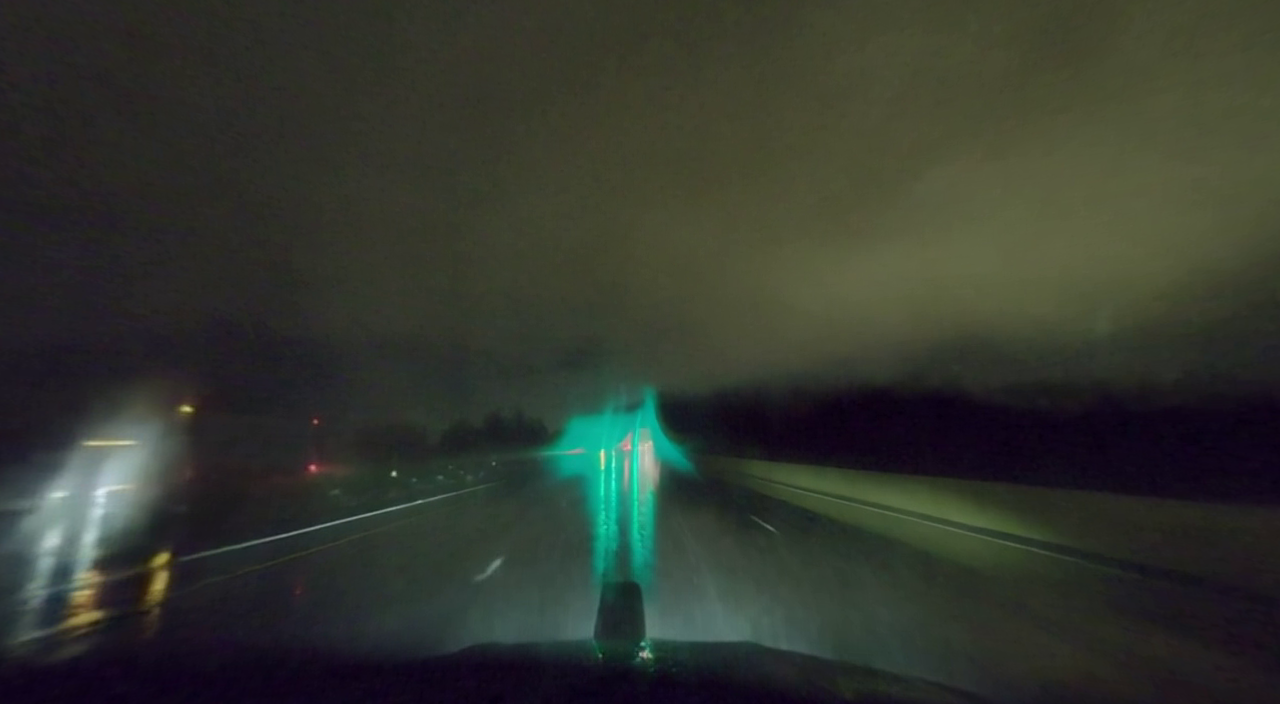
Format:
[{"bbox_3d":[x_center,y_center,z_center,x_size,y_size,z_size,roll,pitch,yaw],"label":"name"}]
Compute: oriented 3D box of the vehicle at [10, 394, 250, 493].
[{"bbox_3d":[-23.956,4.534,30.908,3.017,3.983,10.478,0,-9,-1],"label":"vehicle"}]
